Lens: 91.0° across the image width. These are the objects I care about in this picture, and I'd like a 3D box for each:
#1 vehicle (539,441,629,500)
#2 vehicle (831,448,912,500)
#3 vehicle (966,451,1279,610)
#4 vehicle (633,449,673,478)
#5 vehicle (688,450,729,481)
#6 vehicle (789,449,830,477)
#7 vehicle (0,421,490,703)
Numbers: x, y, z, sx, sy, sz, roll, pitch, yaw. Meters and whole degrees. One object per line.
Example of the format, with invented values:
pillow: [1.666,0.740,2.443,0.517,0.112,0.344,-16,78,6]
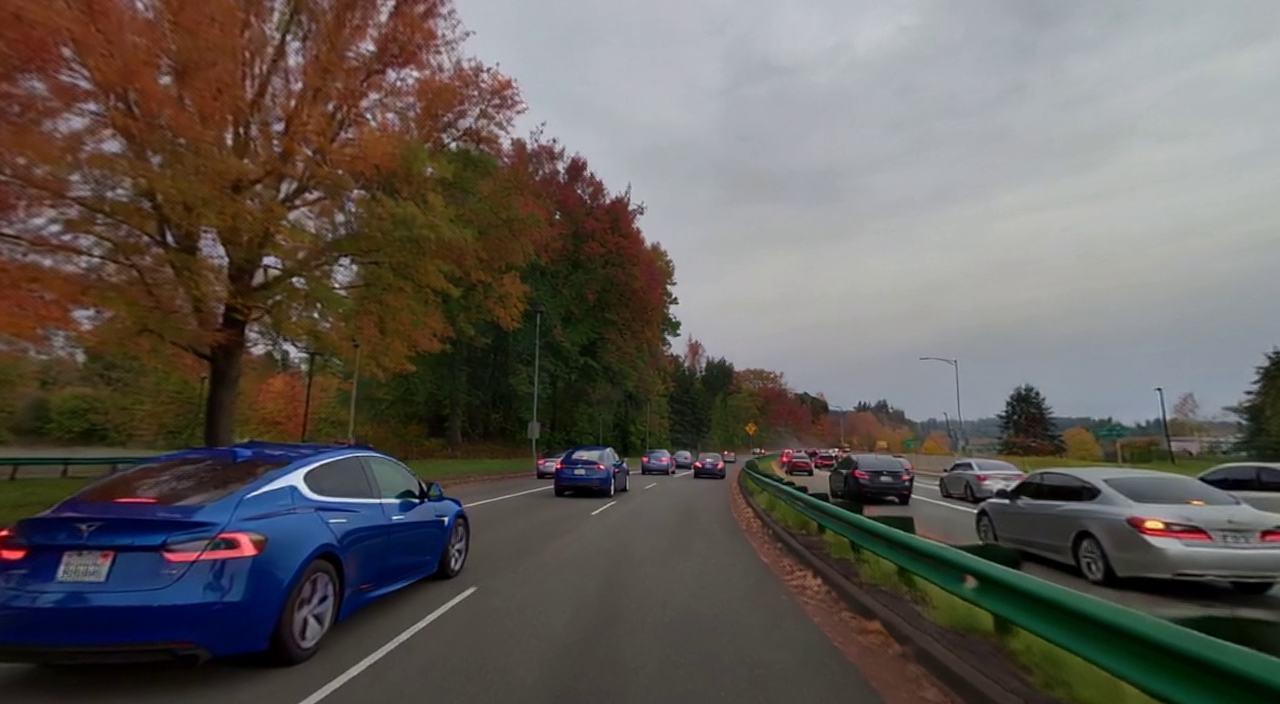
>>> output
vehicle: [-1.676,3.778,20.582,1.979,1.663,4.513,-1,-9,7]
vehicle: [8.121,4.270,22.496,1.768,1.634,4.064,-1,-9,7]
vehicle: [6.577,2.155,8.656,1.869,1.516,4.753,0,-9,3]
vehicle: [0.851,6.694,38.057,1.930,1.635,4.260,-1,-9,8]
vehicle: [3.797,6.115,34.282,2.015,1.506,4.276,-1,-9,9]
vehicle: [10.642,6.958,39.699,1.890,1.610,4.045,-1,-9,7]
vehicle: [-2.930,1.450,5.495,1.921,1.503,4.317,0,-9,4]
